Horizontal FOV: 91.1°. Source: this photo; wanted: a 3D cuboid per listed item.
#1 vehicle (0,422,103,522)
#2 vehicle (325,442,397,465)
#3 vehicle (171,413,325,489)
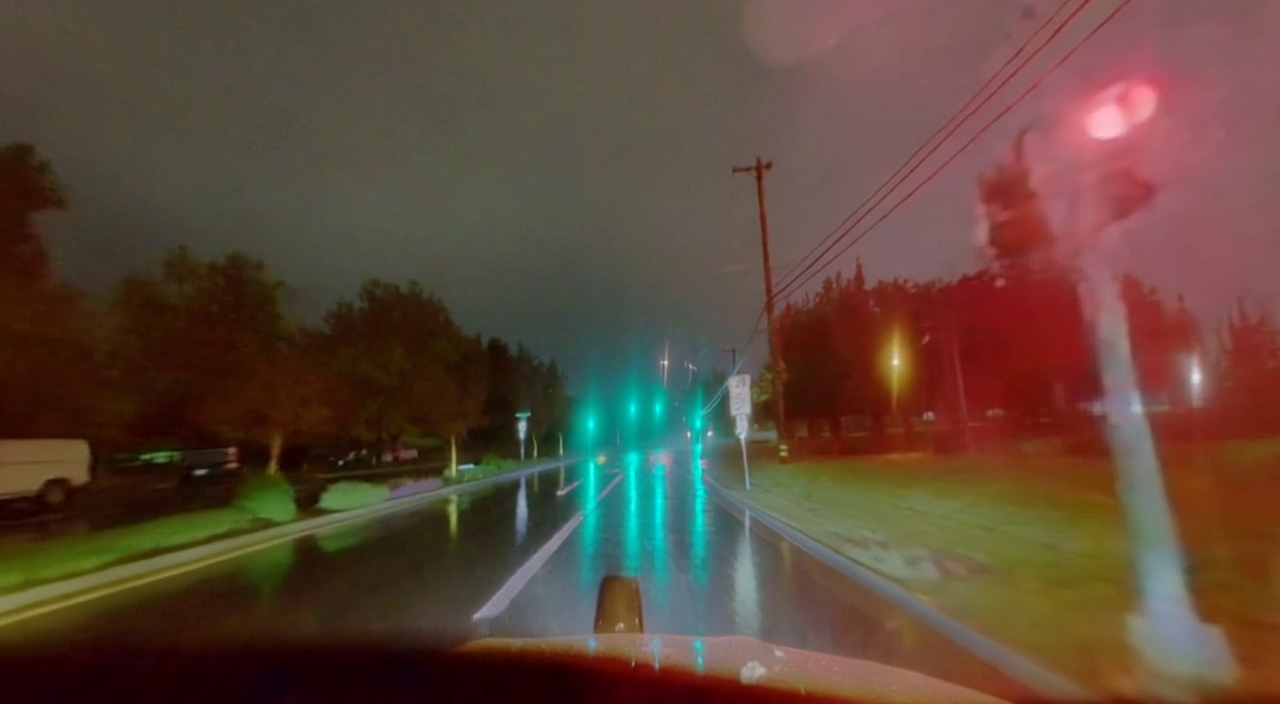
[{"bbox_3d":[-18.105,3.195,16.645,2.327,2.595,6.045,-1,-9,0],"label":"vehicle"},{"bbox_3d":[-19.312,7.016,43.554,4.187,1.510,1.857,6,-11,-39],"label":"vehicle"},{"bbox_3d":[-18.443,4.674,30.257,2.739,3.171,7.030,-1,-8,1],"label":"vehicle"}]
